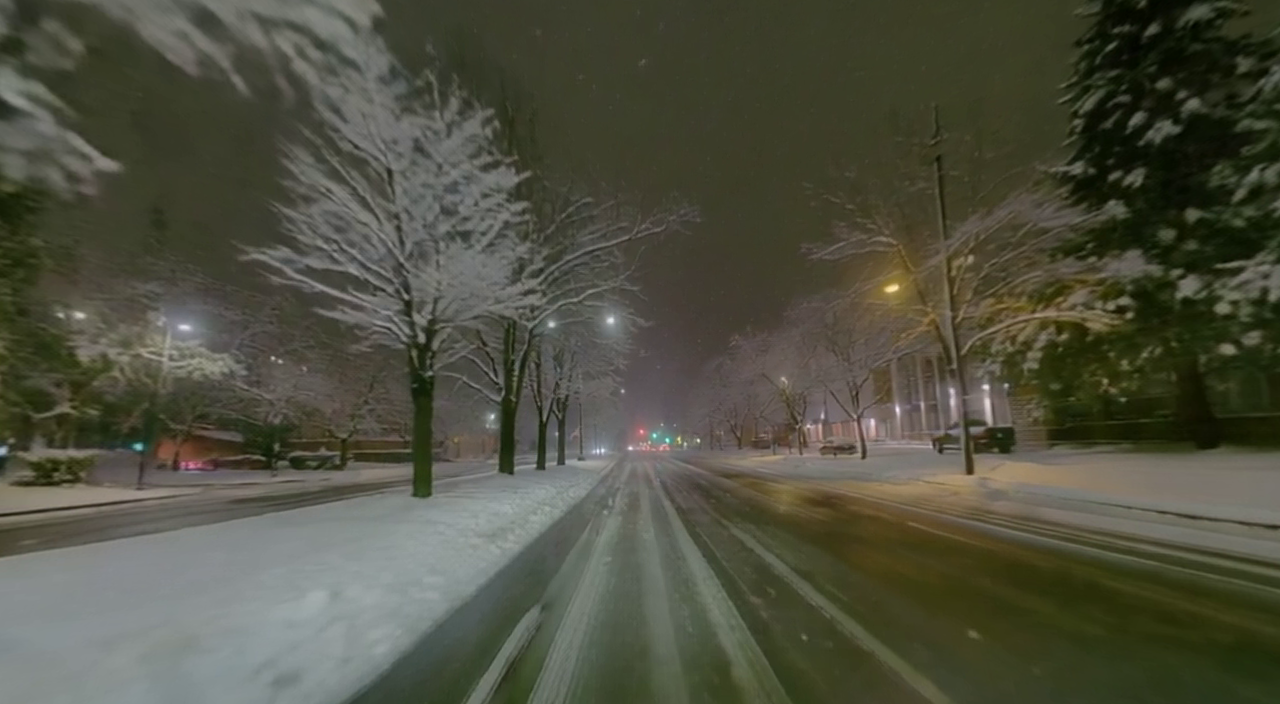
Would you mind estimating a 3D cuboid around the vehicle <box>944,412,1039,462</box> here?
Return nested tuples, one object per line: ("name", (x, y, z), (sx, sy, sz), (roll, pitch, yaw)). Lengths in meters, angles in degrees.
("vehicle", (21.688, 5.335, 39.367), (2.400, 2.851, 5.992), (0, -8, 0))
